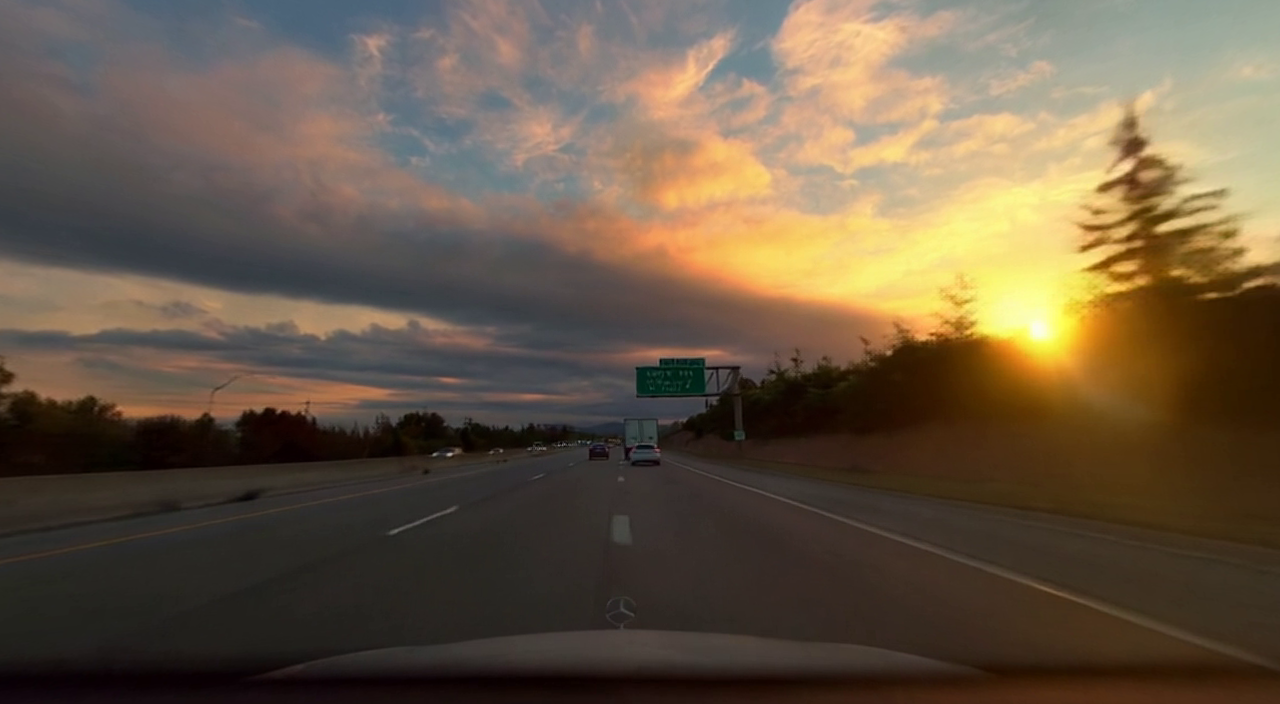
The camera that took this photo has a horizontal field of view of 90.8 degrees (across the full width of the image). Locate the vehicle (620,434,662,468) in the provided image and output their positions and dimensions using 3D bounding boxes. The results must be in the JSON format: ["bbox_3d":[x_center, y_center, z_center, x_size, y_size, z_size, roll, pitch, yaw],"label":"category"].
[{"bbox_3d":[0.000,5.891,37.686,2.139,1.925,4.312,1,-9,-4],"label":"vehicle"}]
